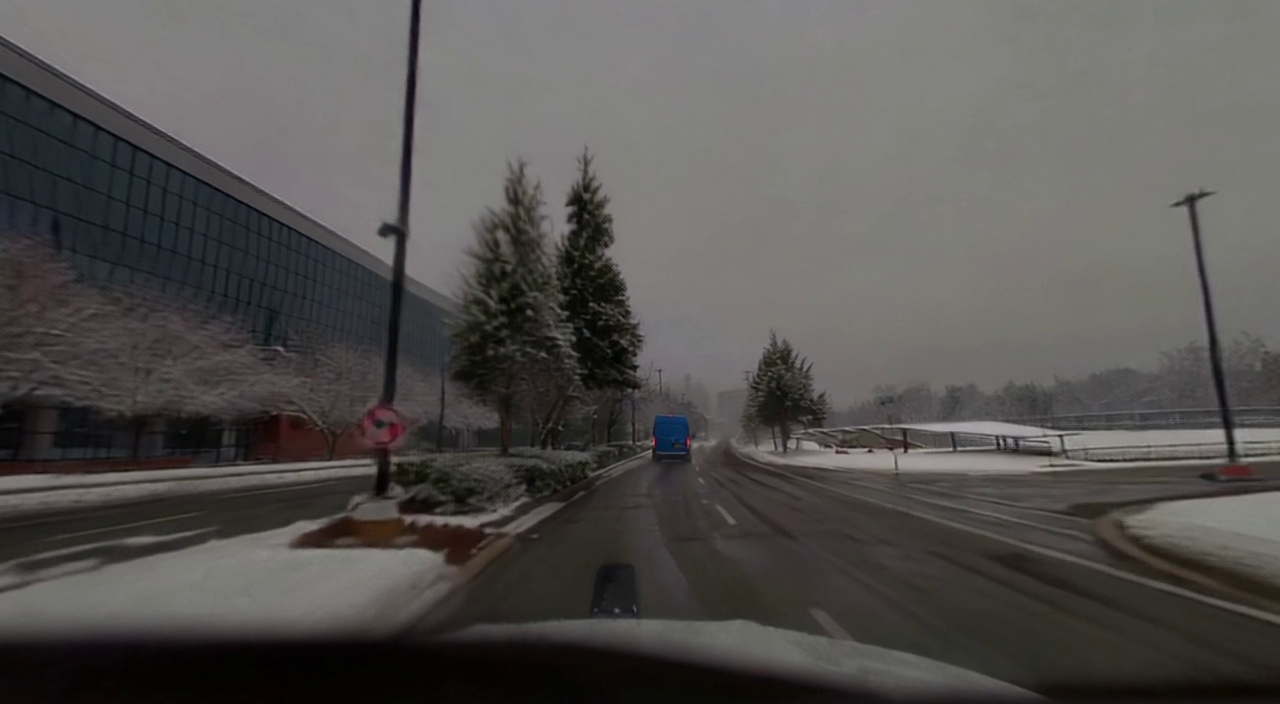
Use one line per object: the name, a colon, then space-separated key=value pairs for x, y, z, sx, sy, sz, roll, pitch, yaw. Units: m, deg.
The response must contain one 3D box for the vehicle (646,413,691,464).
vehicle: x=1.774 y=5.111 z=37.296 sx=2.435 sy=2.816 sz=5.232 roll=-1 pitch=-8 yaw=5
